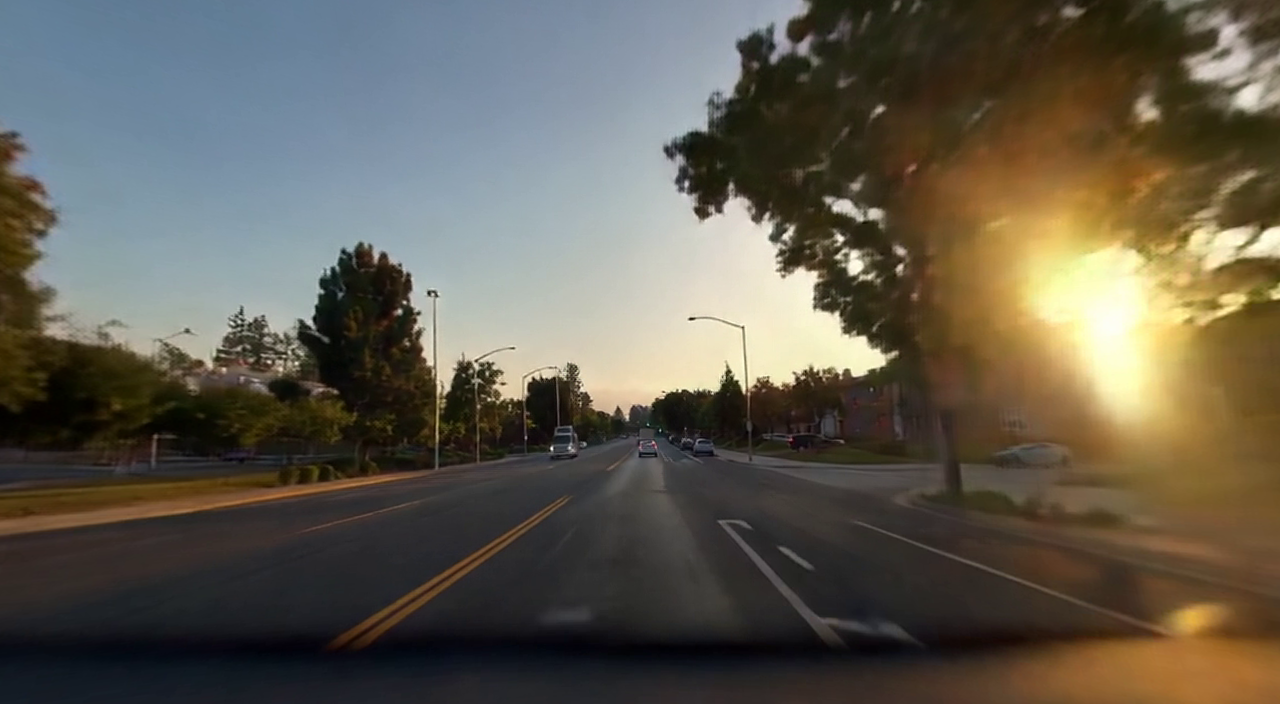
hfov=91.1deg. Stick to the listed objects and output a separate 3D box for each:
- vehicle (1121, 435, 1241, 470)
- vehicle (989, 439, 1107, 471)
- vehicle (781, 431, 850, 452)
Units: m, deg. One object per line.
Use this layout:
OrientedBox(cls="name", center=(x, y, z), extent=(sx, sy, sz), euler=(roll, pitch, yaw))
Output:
OrientedBox(cls="vehicle", center=(28.775, 5.391, 33.463), extent=(4.686, 1.536, 2.037), euler=(4, -11, -6))
OrientedBox(cls="vehicle", center=(21.013, 5.287, 32.425), extent=(4.849, 1.470, 2.041), euler=(0, -8, -7))
OrientedBox(cls="vehicle", center=(13.809, 7.084, 49.565), extent=(4.674, 1.557, 2.288), euler=(1, -9, -5))
